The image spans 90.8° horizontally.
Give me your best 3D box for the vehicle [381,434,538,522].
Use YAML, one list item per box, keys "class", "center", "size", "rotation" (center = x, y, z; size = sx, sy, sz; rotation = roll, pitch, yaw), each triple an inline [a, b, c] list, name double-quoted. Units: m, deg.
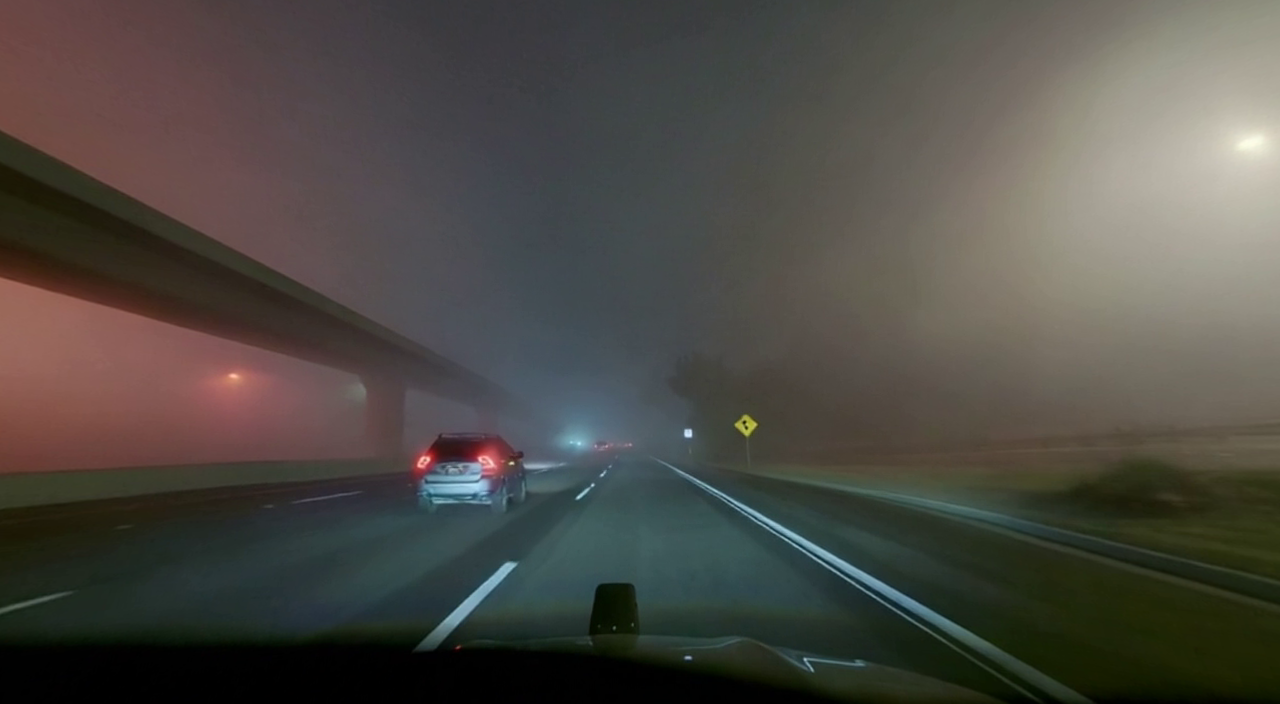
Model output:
- class: "vehicle"
  center: [-3.511, 2.543, 13.369]
  size: [1.978, 1.499, 4.695]
  rotation: [0, -8, -1]
